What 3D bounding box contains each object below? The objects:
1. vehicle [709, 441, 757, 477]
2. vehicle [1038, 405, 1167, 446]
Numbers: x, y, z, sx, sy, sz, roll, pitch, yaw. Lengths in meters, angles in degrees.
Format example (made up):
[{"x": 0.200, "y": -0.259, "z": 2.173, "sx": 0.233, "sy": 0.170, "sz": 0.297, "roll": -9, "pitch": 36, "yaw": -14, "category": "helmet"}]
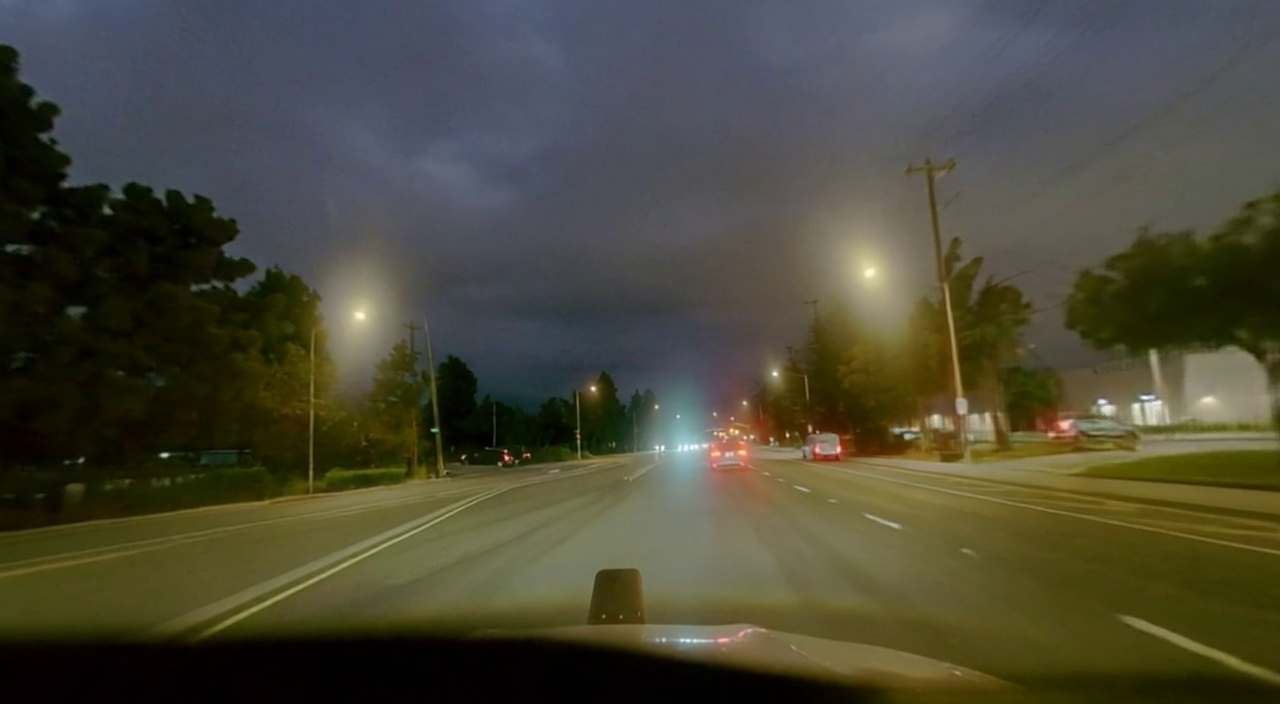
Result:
[{"x": 4.646, "y": 5.425, "z": 32.133, "sx": 2.181, "sy": 1.639, "sz": 4.127, "roll": -1, "pitch": -9, "yaw": 6, "category": "vehicle"}, {"x": 22.215, "y": 3.583, "z": 30.518, "sx": 4.359, "sy": 1.849, "sz": 2.152, "roll": -1, "pitch": -9, "yaw": 6, "category": "vehicle"}]
